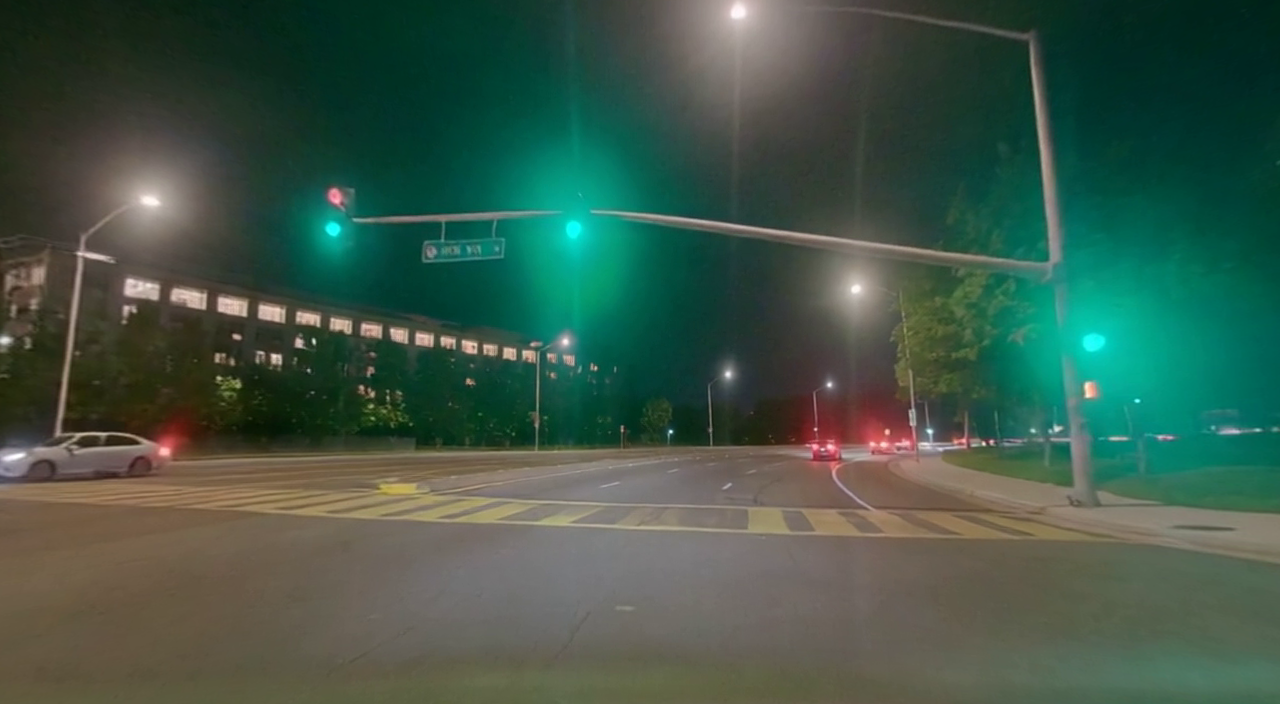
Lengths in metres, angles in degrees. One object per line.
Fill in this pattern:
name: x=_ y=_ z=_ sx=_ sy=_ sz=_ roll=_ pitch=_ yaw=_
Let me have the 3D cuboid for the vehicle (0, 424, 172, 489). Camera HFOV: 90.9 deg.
vehicle: x=-15.166 y=2.677 z=16.335 sx=1.853 sy=1.487 sz=4.691 roll=-2 pitch=-9 yaw=12
